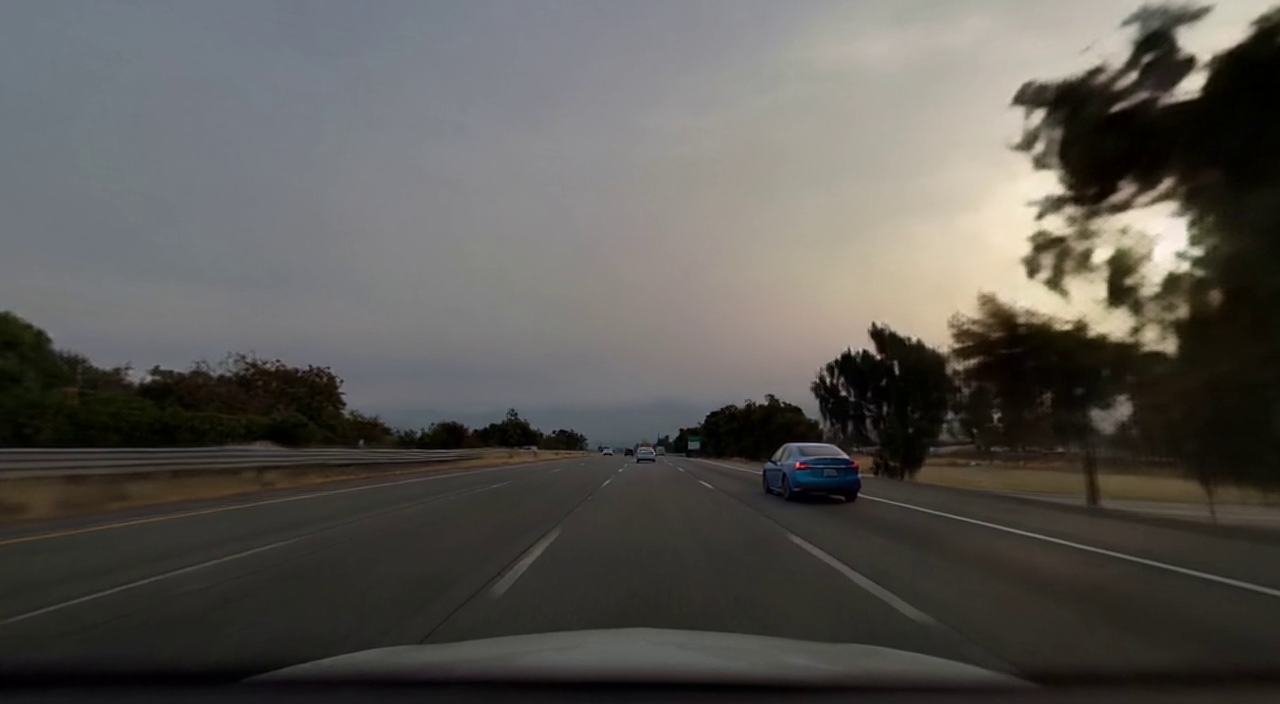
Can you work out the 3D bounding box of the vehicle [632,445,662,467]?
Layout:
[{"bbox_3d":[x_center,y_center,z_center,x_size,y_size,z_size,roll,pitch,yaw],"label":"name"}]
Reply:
[{"bbox_3d":[0.475,7.506,45.498,2.052,1.449,3.857,0,-9,0],"label":"vehicle"}]

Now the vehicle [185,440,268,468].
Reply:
[{"bbox_3d":[-24.848,6.119,37.936,1.859,1.533,4.586,-1,-9,1],"label":"vehicle"}]

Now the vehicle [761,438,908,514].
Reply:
[{"bbox_3d":[4.391,2.859,15.056,2.008,1.524,4.598,0,-9,-1],"label":"vehicle"}]
